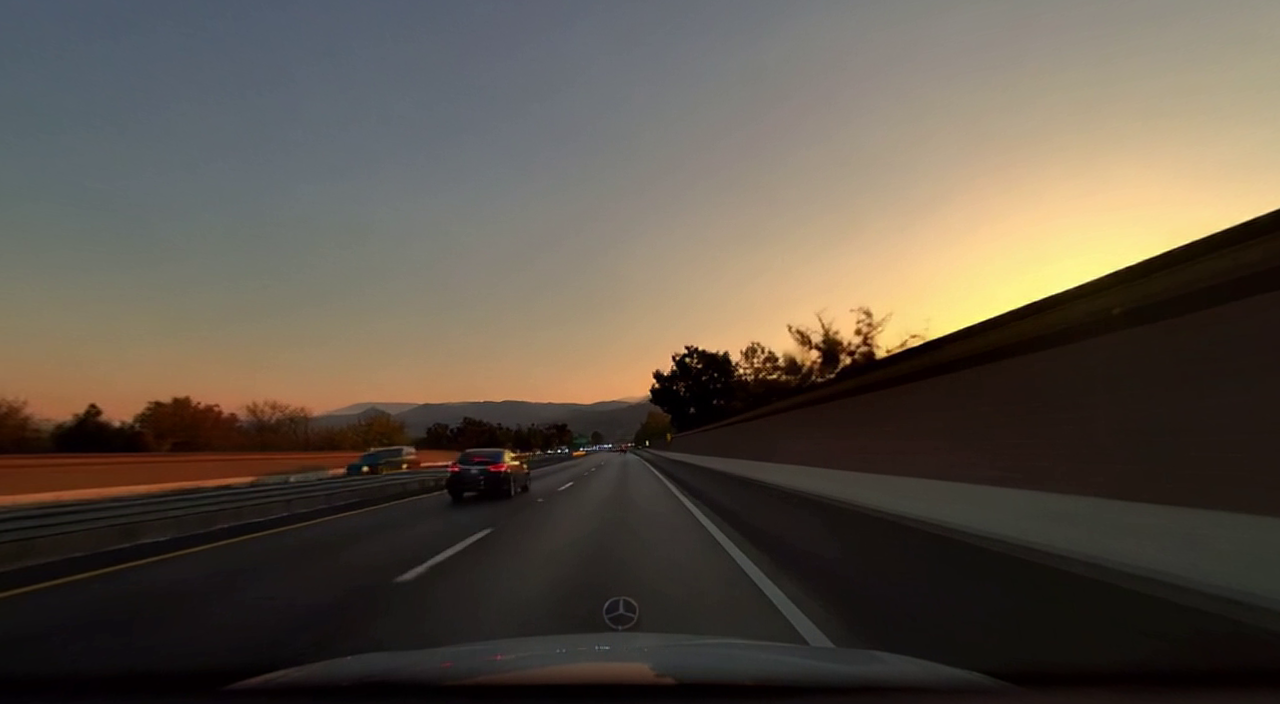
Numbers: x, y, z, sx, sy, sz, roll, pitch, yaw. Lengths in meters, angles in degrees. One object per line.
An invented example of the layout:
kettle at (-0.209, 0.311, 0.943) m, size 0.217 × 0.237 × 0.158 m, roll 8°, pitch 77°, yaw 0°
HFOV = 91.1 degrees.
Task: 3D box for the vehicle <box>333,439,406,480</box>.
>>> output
vehicle at (-17.856, 7.134, 41.883) m, size 2.364 × 2.485 × 5.546 m, roll 0°, pitch -9°, yaw 0°

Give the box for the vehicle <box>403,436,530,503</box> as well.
vehicle at (-4.528, 3.142, 17.257) m, size 2.139 × 1.577 × 4.546 m, roll 0°, pitch -9°, yaw 0°
